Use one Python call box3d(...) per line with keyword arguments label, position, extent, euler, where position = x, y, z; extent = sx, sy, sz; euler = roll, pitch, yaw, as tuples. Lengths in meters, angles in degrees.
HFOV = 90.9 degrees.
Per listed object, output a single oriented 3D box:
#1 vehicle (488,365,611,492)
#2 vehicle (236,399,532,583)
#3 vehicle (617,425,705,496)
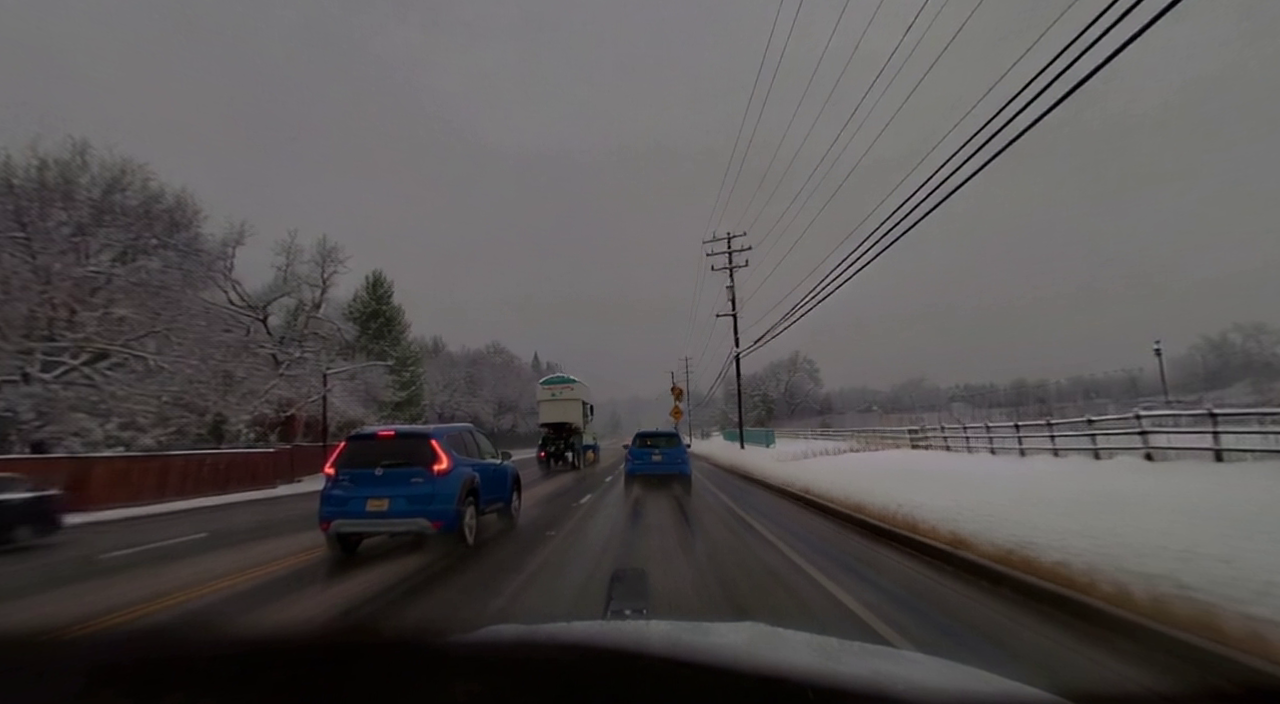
box3d(label="vehicle", position=(-2.855, 3.007, 23.625), extent=(2.928, 3.658, 10.953), euler=(0, -9, 0))
box3d(label="vehicle", position=(-2.976, 1.746, 8.686), extent=(2.093, 1.832, 4.508), euler=(0, -9, 1))
box3d(label="vehicle", position=(0.527, 2.999, 17.717), extent=(2.174, 1.749, 4.113), euler=(0, -9, 0))
